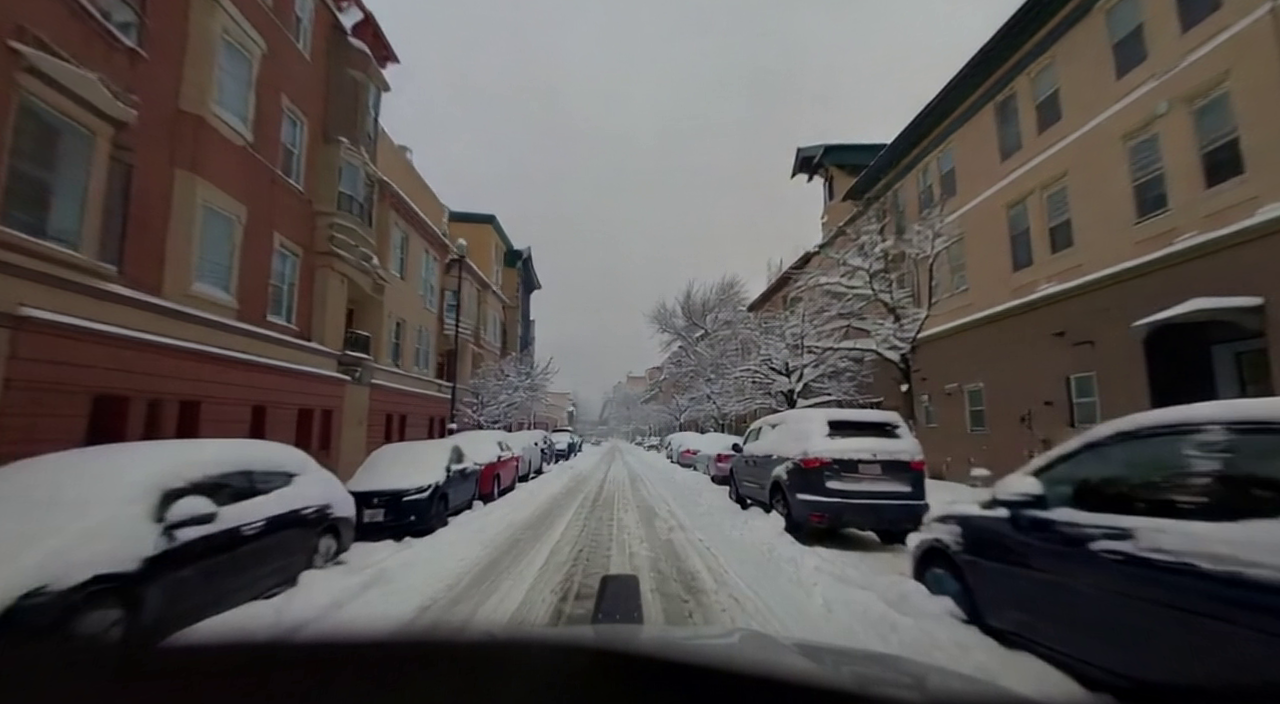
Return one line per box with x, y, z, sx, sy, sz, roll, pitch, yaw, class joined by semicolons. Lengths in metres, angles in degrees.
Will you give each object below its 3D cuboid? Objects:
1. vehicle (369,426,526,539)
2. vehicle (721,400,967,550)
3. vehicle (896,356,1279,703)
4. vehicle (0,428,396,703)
-3.579;2.396;12.632;1.880;1.608;4.729;-2;-5;-3;vehicle
3.093;1.994;11.065;2.379;1.999;5.013;0;-8;-3;vehicle
3.120;1.024;2.886;2.032;1.684;4.564;3;-8;0;vehicle
-3.384;1.338;4.570;1.885;1.433;3.714;-2;-6;-2;vehicle
